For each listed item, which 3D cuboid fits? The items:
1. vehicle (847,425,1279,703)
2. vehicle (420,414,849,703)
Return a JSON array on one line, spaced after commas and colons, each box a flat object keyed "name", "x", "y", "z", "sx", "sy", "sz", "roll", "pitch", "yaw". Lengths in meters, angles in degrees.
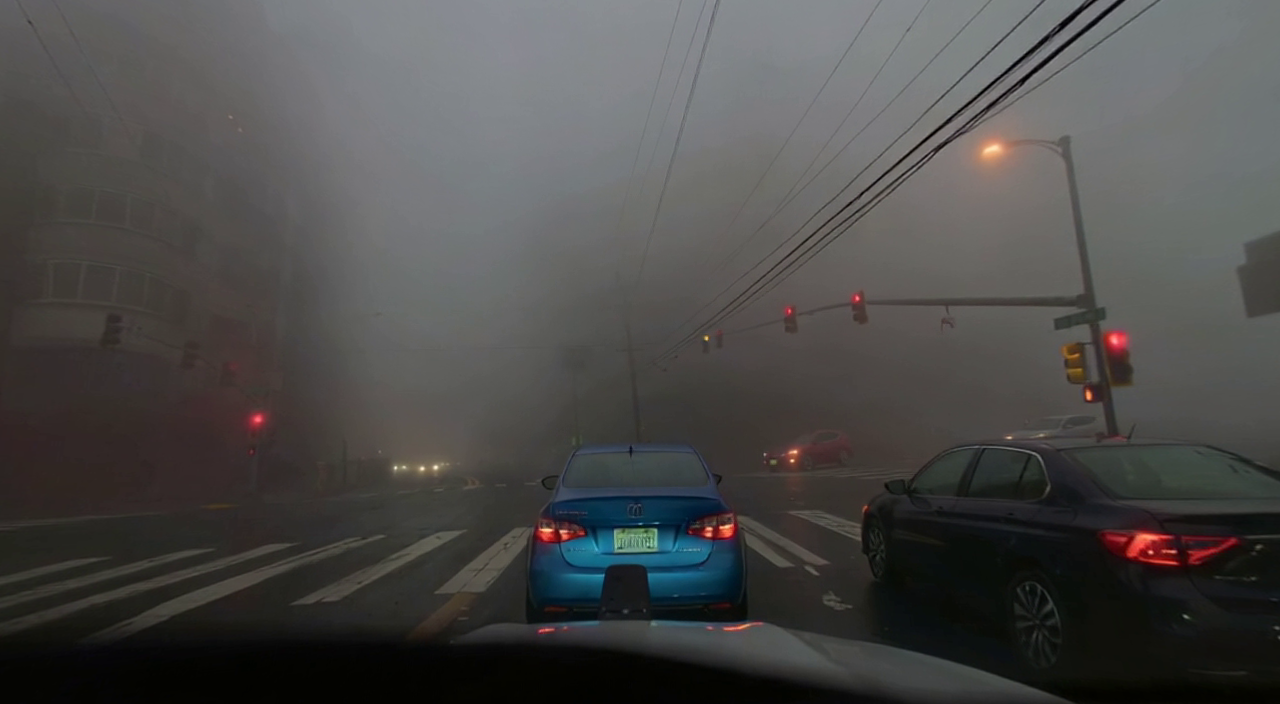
[{"name": "vehicle", "x": 3.348, "y": 1.376, "z": 5.093, "sx": 1.860, "sy": 1.430, "sz": 4.089, "roll": 0, "pitch": -8, "yaw": -1}, {"name": "vehicle", "x": -0.065, "y": 1.353, "z": 5.194, "sx": 2.094, "sy": 1.481, "sz": 4.078, "roll": 0, "pitch": -8, "yaw": -1}]
